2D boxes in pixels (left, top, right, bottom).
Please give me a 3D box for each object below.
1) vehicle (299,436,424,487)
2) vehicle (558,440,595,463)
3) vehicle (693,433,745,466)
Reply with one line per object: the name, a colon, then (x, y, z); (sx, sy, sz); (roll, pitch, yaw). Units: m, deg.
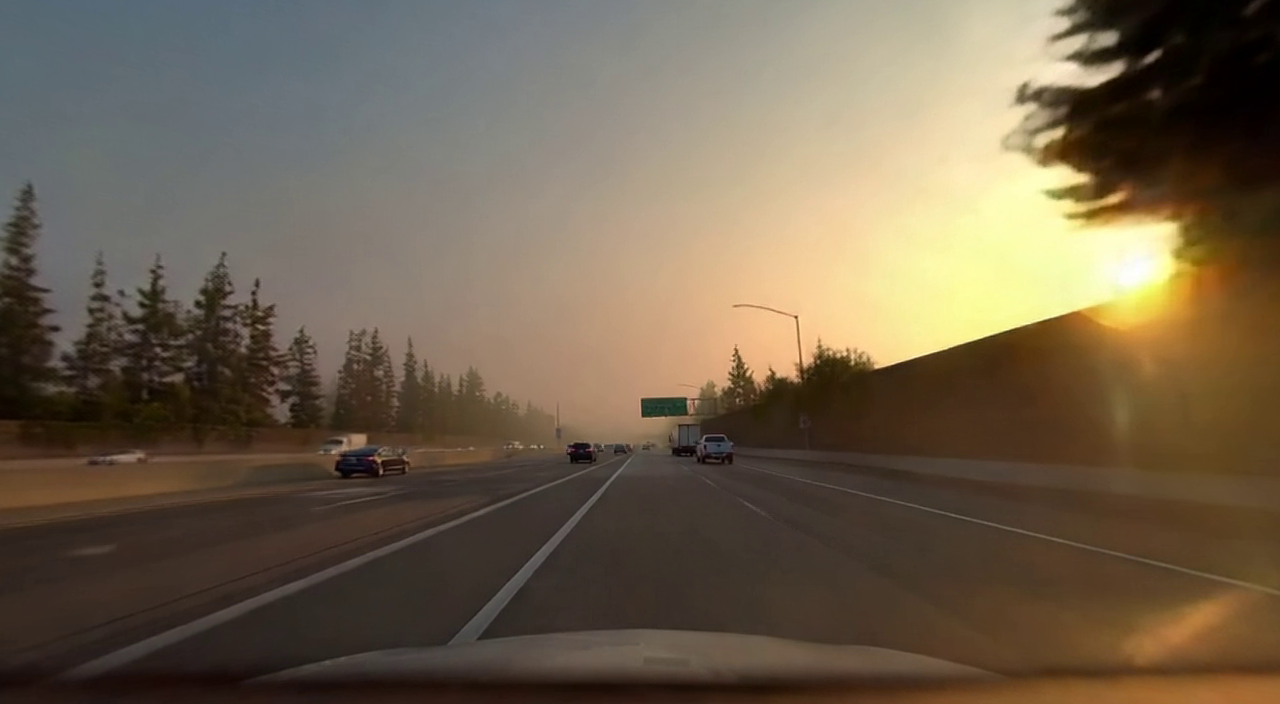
vehicle: (-8.975, 3.551, 20.840); (1.899, 1.465, 4.589); (0, -8, 2)
vehicle: (-4.282, 6.795, 43.094); (1.981, 1.473, 4.317); (0, -8, 2)
vehicle: (4.906, 6.196, 40.348); (2.355, 1.930, 6.633); (0, -8, -1)
